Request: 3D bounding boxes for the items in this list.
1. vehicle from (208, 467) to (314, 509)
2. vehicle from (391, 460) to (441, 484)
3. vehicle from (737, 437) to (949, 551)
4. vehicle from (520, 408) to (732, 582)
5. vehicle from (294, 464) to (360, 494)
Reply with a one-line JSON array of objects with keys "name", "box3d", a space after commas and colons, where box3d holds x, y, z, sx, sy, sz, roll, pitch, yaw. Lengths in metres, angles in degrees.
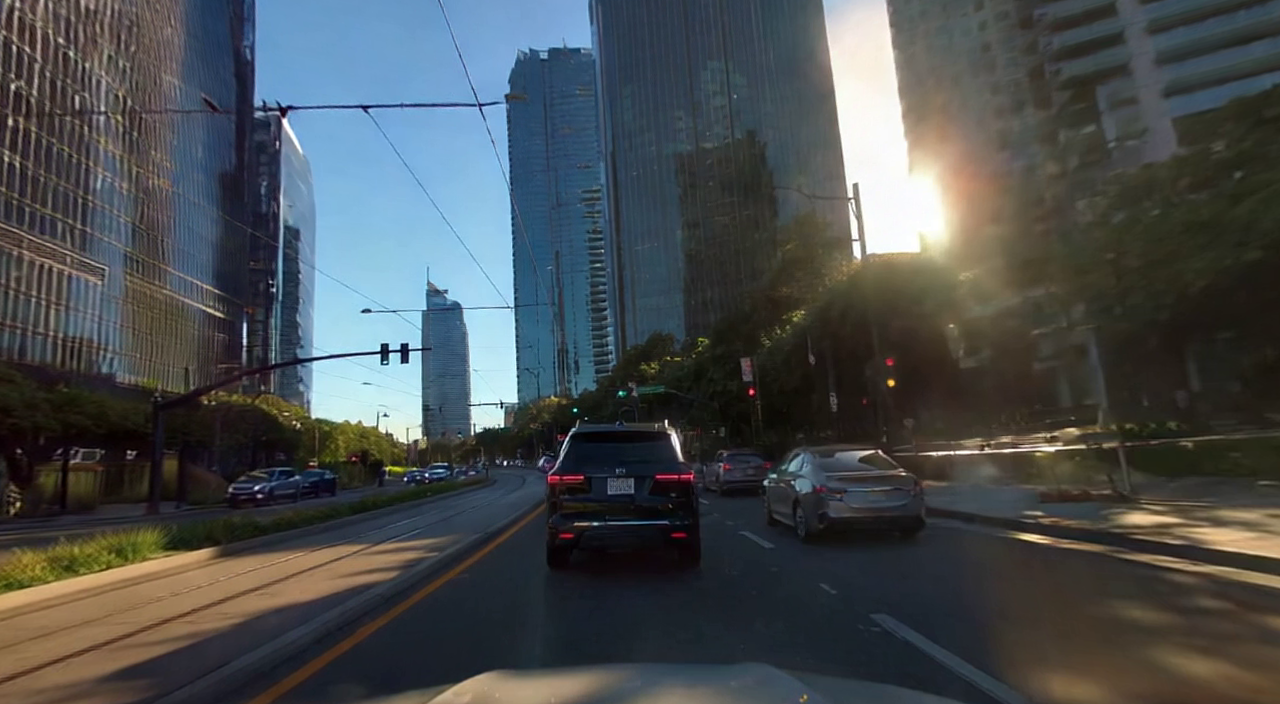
[{"name": "vehicle", "box3d": [-15.493, 5.558, 26.141, 1.798, 1.409, 4.239, 0, -8, -1]}, {"name": "vehicle", "box3d": [-15.772, 8.453, 44.746, 2.077, 1.458, 4.718, 0, -9, -3]}, {"name": "vehicle", "box3d": [3.041, 2.216, 10.633, 1.993, 1.480, 4.324, 0, -8, -2]}, {"name": "vehicle", "box3d": [-0.235, 1.792, 8.744, 2.178, 1.779, 4.255, 0, -8, -3]}, {"name": "vehicle", "box3d": [-19.858, 8.054, 40.341, 2.066, 1.700, 4.536, 0, -8, -3]}]
